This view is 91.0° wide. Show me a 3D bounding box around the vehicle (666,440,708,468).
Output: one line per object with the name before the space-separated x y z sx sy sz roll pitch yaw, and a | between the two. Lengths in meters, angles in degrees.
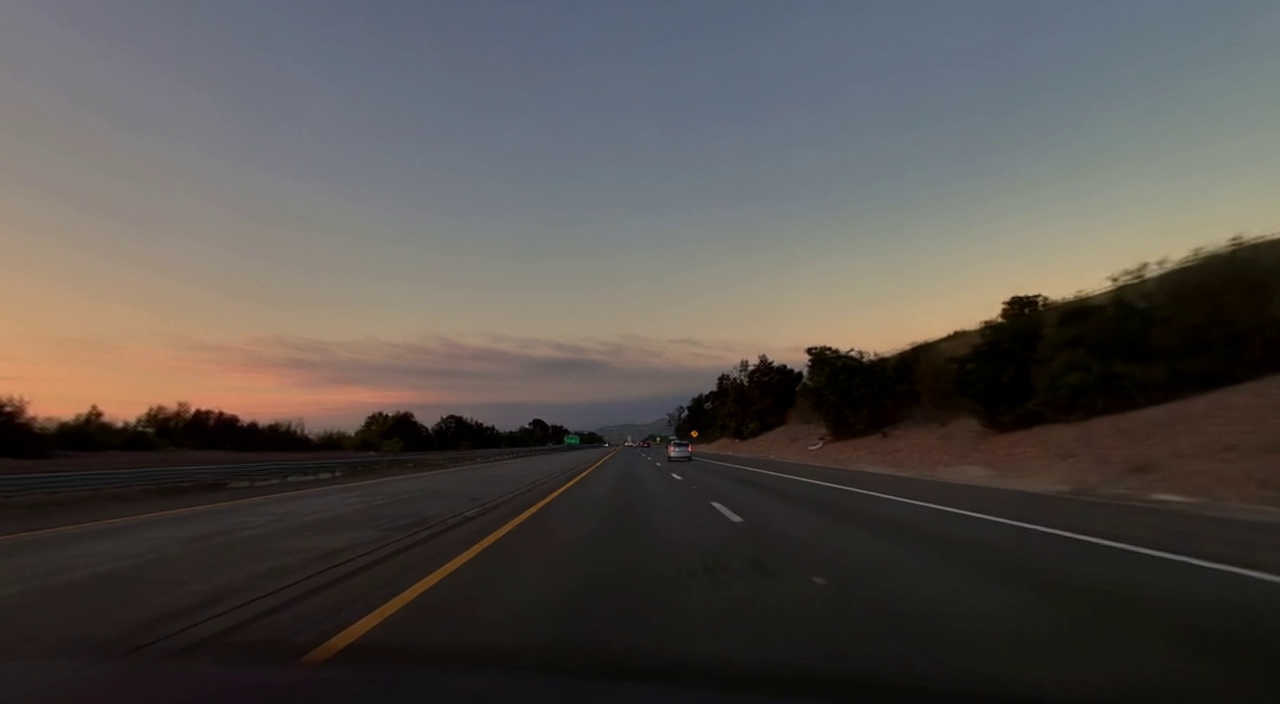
vehicle | 2.574 5.704 35.480 2.005 1.466 3.739 0 -8 -1
